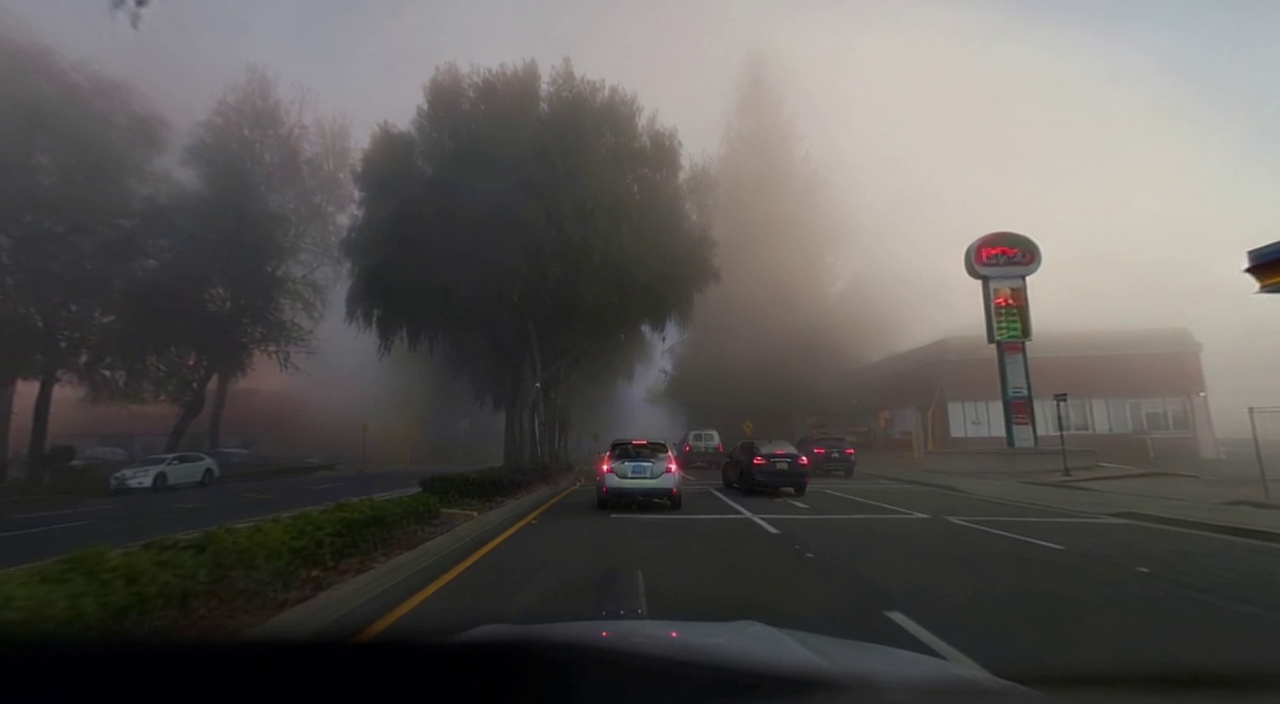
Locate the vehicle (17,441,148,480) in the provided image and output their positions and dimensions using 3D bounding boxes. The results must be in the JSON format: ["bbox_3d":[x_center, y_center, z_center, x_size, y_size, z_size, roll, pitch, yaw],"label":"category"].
[{"bbox_3d":[-27.470,5.347,31.245,4.494,1.792,2.037,0,-8,0],"label":"vehicle"}]

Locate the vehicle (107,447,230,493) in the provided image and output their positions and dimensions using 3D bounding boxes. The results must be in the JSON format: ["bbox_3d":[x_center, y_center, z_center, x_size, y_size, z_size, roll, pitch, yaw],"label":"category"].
[{"bbox_3d":[-19.169,4.749,25.927,1.903,1.706,3.994,0,-8,0],"label":"vehicle"}]

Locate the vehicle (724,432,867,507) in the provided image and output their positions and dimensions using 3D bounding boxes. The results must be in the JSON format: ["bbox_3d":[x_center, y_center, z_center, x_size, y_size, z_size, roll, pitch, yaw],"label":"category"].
[{"bbox_3d":[3.395,2.673,14.891,2.124,1.476,4.730,0,-8,0],"label":"vehicle"}]

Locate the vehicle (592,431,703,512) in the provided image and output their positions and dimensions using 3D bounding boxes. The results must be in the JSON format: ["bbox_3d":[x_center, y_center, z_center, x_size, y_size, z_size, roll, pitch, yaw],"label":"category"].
[{"bbox_3d":[0.145,2.495,13.646,2.052,1.488,3.779,0,-8,0],"label":"vehicle"}]

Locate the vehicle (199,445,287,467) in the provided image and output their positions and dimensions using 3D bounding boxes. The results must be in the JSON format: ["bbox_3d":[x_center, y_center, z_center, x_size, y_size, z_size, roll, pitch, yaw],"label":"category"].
[{"bbox_3d":[-28.075,7.357,44.787,4.736,1.491,2.042,0,-8,-2],"label":"vehicle"}]
